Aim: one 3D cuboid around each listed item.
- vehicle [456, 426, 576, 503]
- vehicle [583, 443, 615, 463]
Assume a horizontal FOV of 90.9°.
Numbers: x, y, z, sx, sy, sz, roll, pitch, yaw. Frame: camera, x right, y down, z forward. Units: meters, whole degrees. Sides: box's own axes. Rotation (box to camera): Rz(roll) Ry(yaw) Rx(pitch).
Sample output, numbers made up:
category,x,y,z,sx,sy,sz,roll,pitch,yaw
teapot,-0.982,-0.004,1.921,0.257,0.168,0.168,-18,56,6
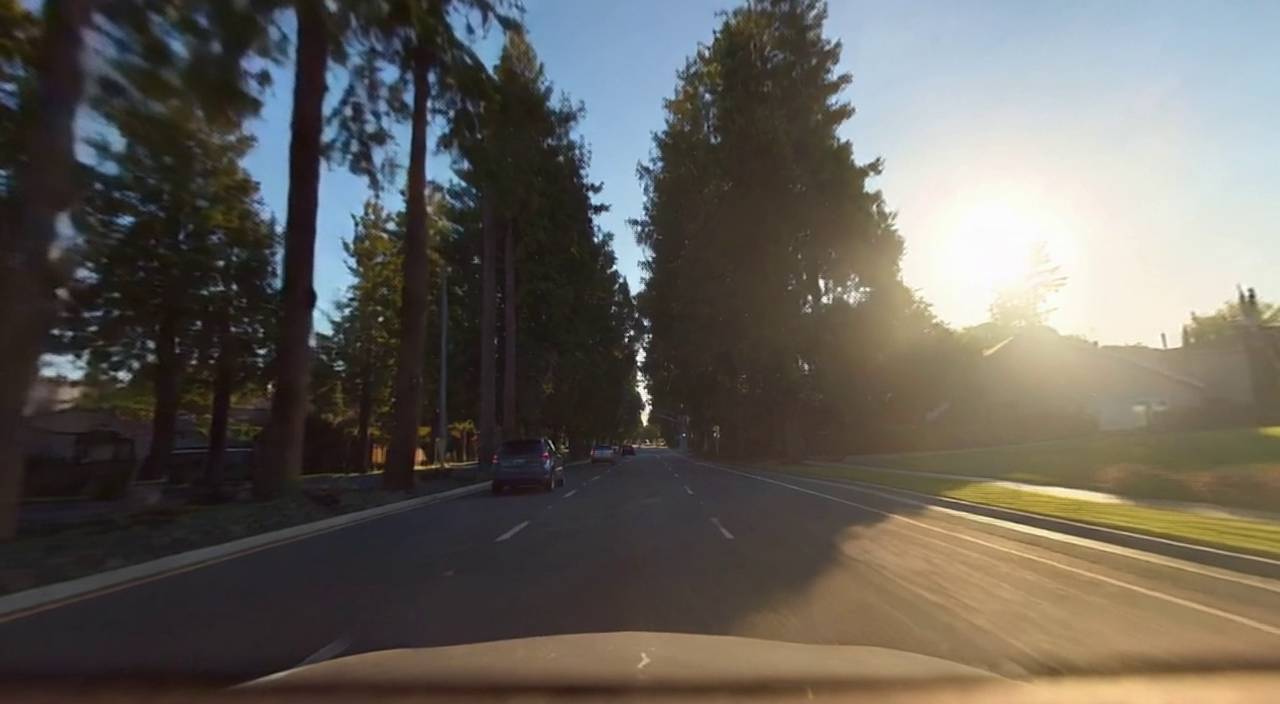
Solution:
category,x,y,z,sx,sy,sz,roll,pitch,yaw
vehicle,-2.987,2.845,16.333,2.058,1.671,4.704,0,-8,1
vehicle,-3.030,7.610,47.614,2.021,1.466,4.330,0,-8,1
